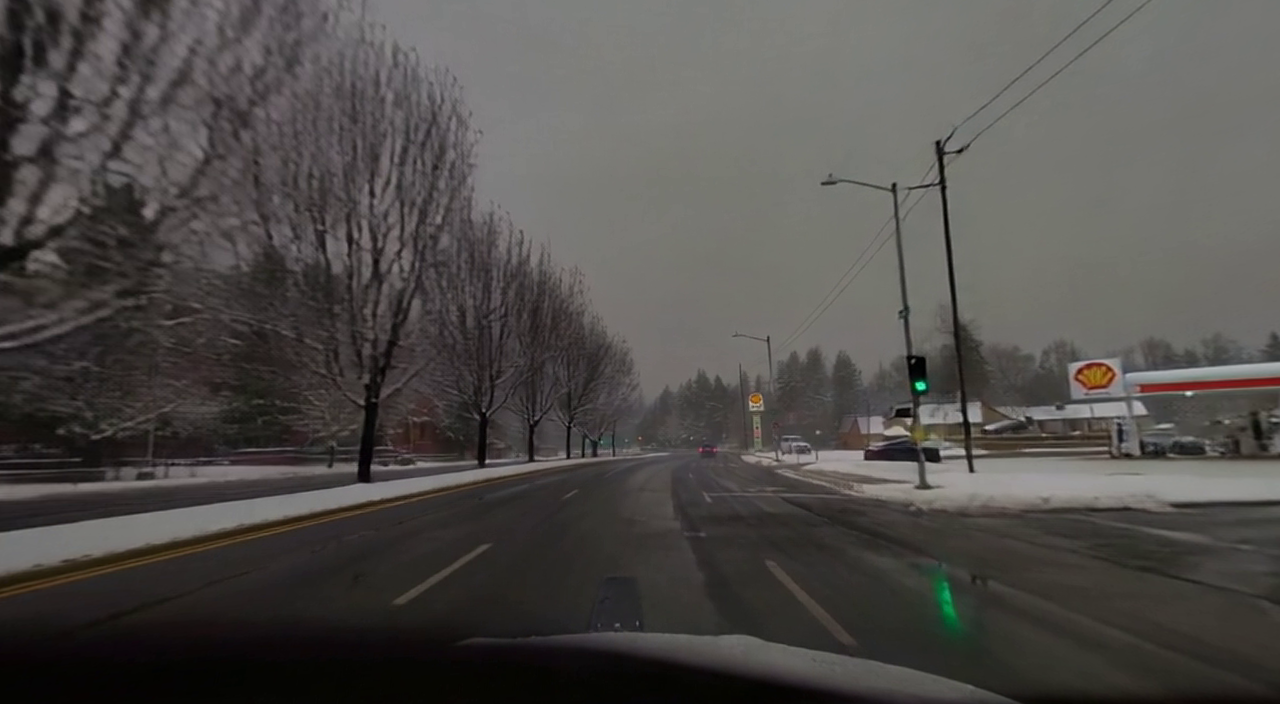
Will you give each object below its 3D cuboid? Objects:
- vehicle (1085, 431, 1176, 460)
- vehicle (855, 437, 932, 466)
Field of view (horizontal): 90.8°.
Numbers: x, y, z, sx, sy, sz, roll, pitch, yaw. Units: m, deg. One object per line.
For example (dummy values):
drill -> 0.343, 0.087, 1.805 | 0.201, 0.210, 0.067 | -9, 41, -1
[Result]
vehicle -> 32.216, 6.146, 41.649 | 2.045, 1.778, 4.517 | 1, -9, -6
vehicle -> 14.640, 5.776, 36.369 | 4.744, 1.475, 2.008 | 9, -16, -40
